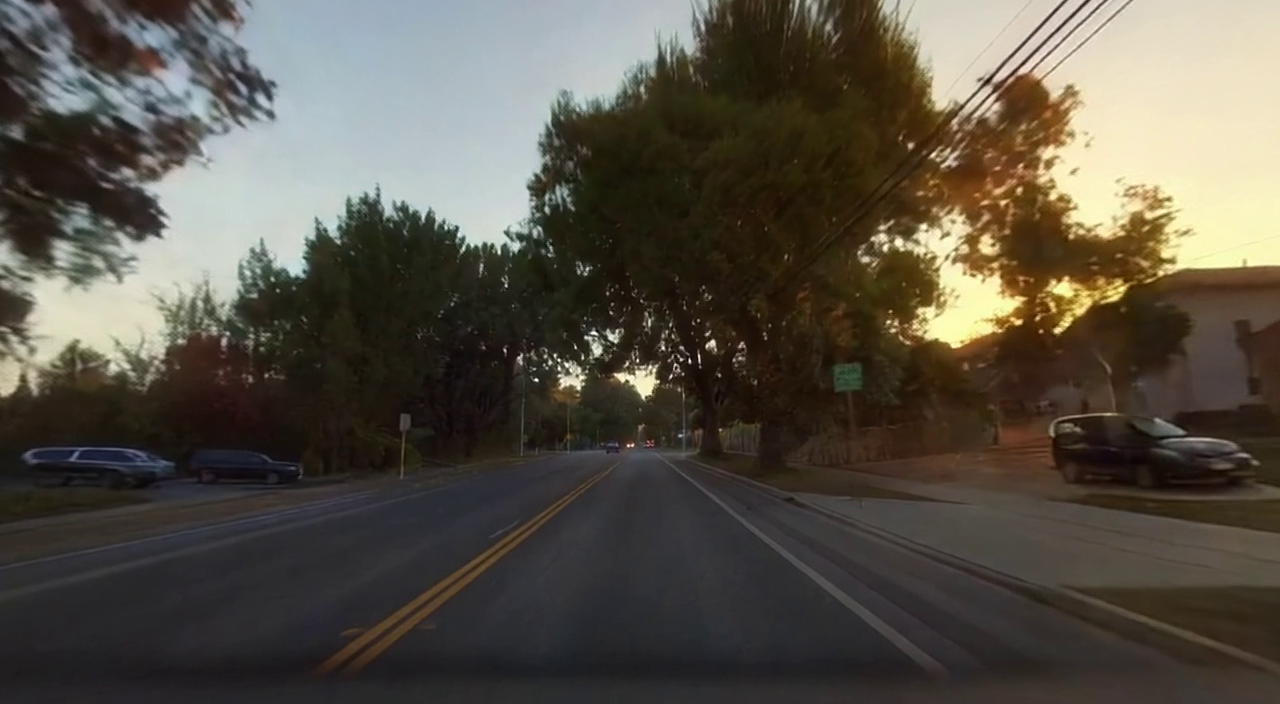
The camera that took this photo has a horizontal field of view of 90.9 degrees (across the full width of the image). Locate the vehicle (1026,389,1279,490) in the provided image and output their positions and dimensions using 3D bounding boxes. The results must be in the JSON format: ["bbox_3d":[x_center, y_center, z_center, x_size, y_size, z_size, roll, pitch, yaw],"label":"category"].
[{"bbox_3d":[9.790,1.694,12.097,1.805,1.571,4.467,0,-9,-2],"label":"vehicle"}]

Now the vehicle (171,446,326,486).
[{"bbox_3d":[-15.206,4.424,24.666,4.787,1.474,1.967,-1,-8,3],"label":"vehicle"}]

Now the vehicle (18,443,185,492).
[{"bbox_3d":[-19.124,4.101,22.525,4.233,1.623,1.943,-1,-8,2],"label":"vehicle"}]
